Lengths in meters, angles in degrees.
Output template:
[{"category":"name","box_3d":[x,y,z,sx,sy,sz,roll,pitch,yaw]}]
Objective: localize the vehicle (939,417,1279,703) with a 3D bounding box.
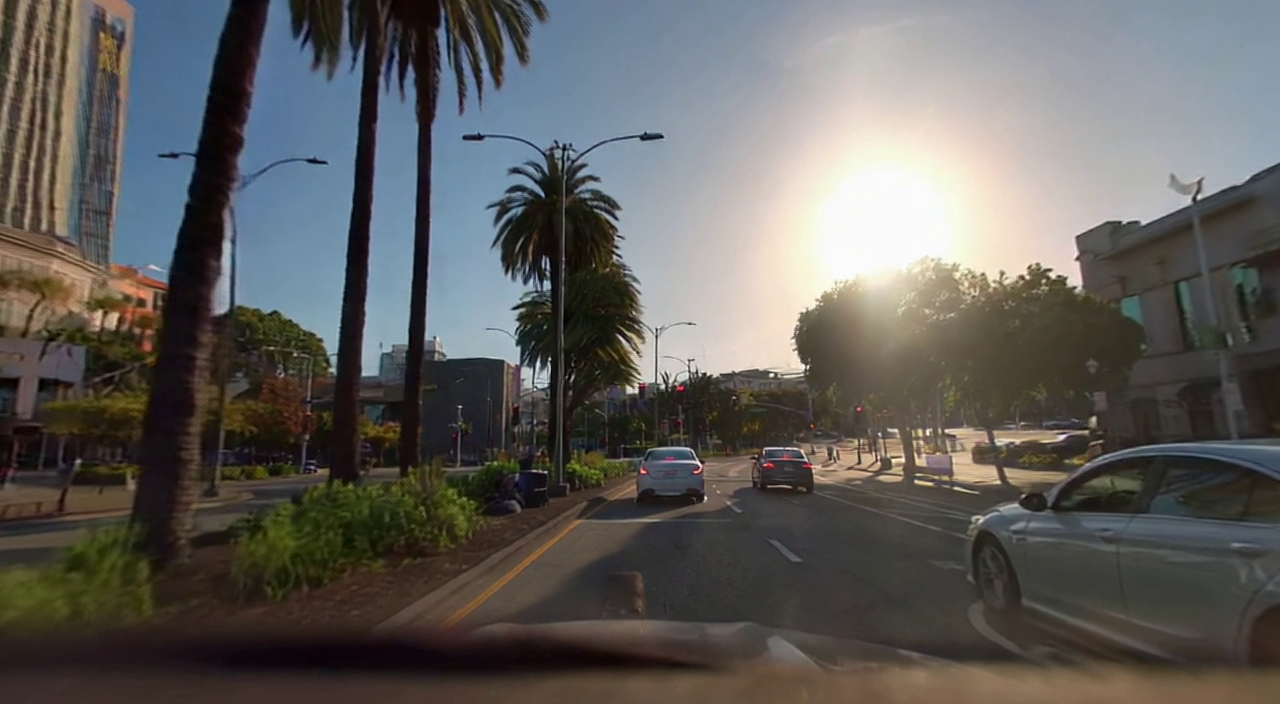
[{"category":"vehicle","box_3d":[3.887,1.203,3.983,1.913,1.469,4.425,-1,-9,2]}]

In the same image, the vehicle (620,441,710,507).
[{"category":"vehicle","box_3d":[0.702,3.129,16.604,2.078,1.503,3.681,-1,-9,4]}]

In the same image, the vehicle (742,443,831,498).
[{"category":"vehicle","box_3d":[4.341,3.556,19.396,1.920,1.490,4.417,-1,-9,4]}]
